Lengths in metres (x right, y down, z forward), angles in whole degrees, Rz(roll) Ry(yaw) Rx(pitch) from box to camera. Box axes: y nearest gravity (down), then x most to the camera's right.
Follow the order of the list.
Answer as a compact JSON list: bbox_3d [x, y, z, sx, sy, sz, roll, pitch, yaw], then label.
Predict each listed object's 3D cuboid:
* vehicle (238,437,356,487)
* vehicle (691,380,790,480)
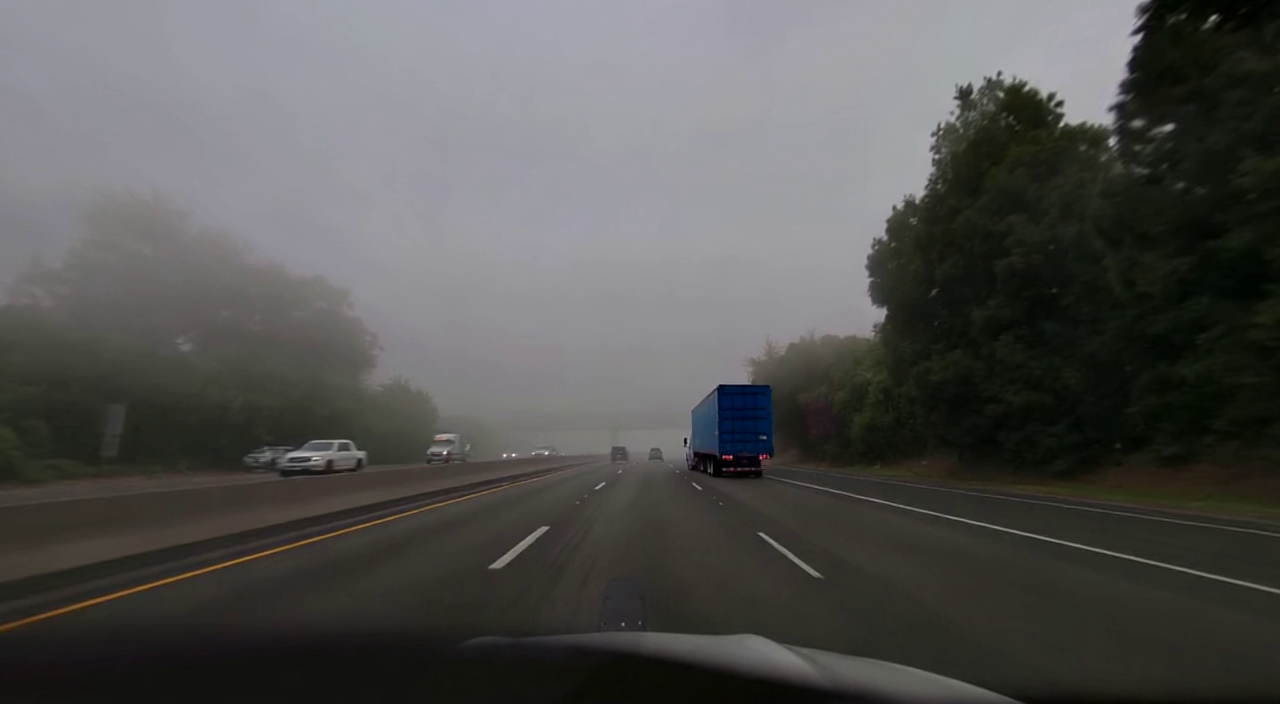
[{"bbox_3d":[-14.005,4.509,26.130,2.197,1.839,4.747,0,-9,0],"label":"vehicle"},{"bbox_3d":[4.639,4.257,32.632,2.825,4.054,14.210,0,-9,0],"label":"vehicle"}]
